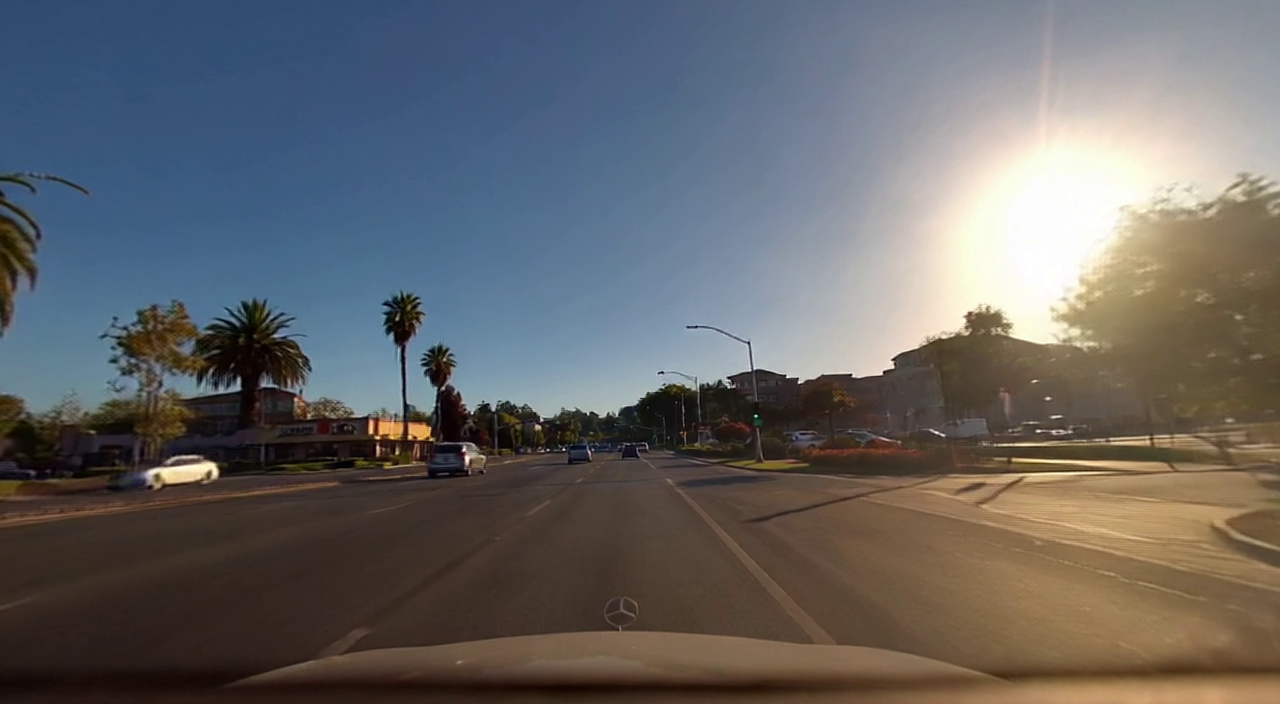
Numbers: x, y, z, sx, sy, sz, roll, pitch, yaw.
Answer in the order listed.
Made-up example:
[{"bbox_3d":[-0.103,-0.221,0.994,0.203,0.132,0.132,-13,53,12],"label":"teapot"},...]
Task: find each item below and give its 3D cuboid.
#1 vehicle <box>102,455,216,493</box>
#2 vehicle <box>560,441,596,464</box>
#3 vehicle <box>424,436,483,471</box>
[{"bbox_3d":[-21.766,5.499,28.814,1.852,1.526,4.262,0,-9,-1],"label":"vehicle"},{"bbox_3d":[-4.185,6.902,43.356,2.181,1.483,4.123,0,-9,-2],"label":"vehicle"},{"bbox_3d":[-10.105,5.547,34.553,2.022,1.746,4.406,0,-9,-2],"label":"vehicle"}]
